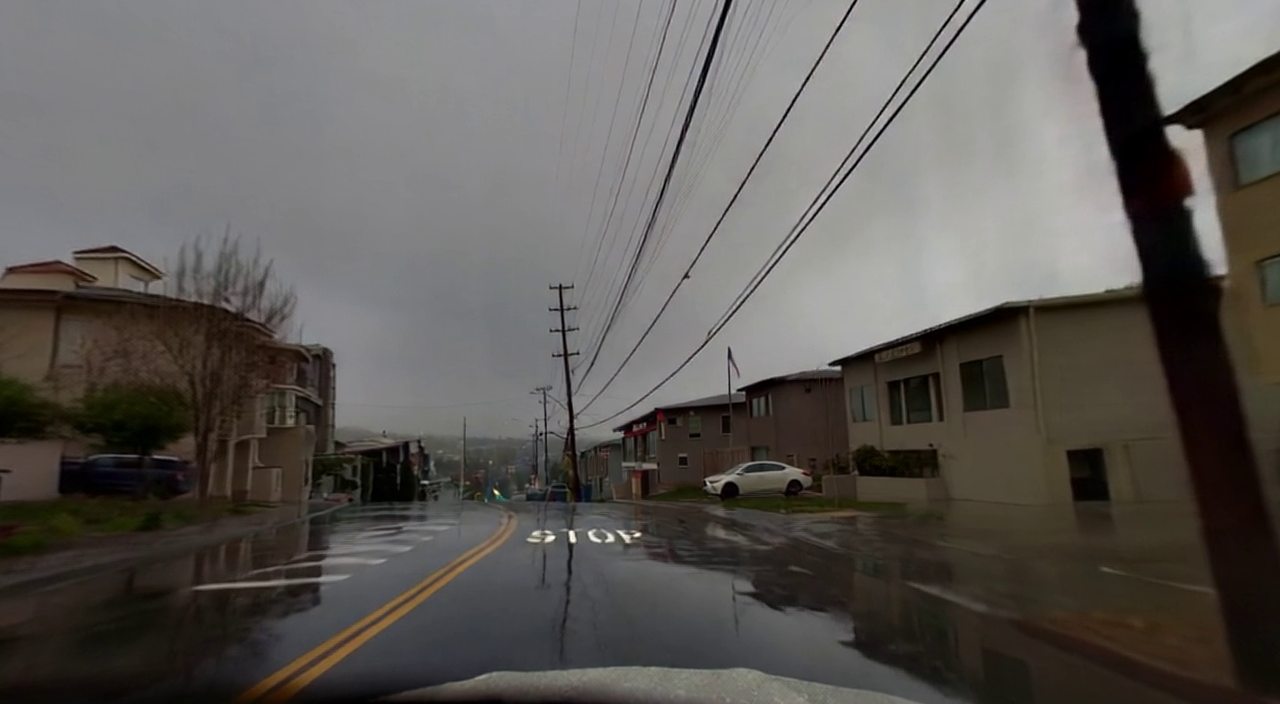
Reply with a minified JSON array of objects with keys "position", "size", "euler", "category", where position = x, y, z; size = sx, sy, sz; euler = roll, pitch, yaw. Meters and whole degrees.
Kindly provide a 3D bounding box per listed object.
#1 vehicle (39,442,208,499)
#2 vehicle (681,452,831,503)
[{"position":[-21.165,4.984,26.268],"size":[4.942,1.912,2.121],"euler":[6,-21,-28],"category":"vehicle"},{"position":[4.698,5.128,25.966],"size":[5.578,1.842,2.300],"euler":[4,-10,-12],"category":"vehicle"}]
